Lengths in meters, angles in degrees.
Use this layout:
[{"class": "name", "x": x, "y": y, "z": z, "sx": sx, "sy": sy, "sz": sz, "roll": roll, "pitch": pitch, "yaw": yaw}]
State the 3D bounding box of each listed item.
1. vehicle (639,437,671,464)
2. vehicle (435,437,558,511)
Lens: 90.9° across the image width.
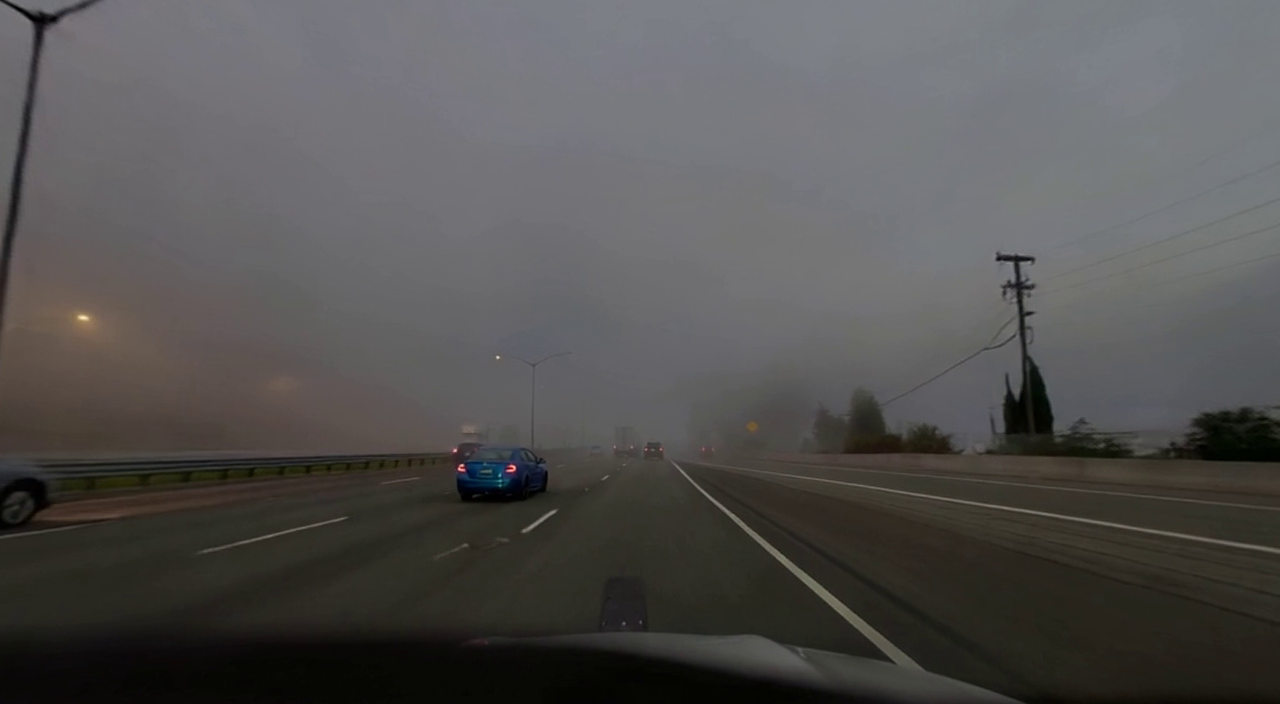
[{"class": "vehicle", "x": 1.197, "y": 7.745, "z": 49.719, "sx": 2.373, "sy": 1.935, "sz": 4.448, "roll": -1, "pitch": -8, "yaw": 2}, {"class": "vehicle", "x": -3.220, "y": 2.806, "z": 14.990, "sx": 1.953, "sy": 1.511, "sz": 3.704, "roll": -1, "pitch": -8, "yaw": 2}]
